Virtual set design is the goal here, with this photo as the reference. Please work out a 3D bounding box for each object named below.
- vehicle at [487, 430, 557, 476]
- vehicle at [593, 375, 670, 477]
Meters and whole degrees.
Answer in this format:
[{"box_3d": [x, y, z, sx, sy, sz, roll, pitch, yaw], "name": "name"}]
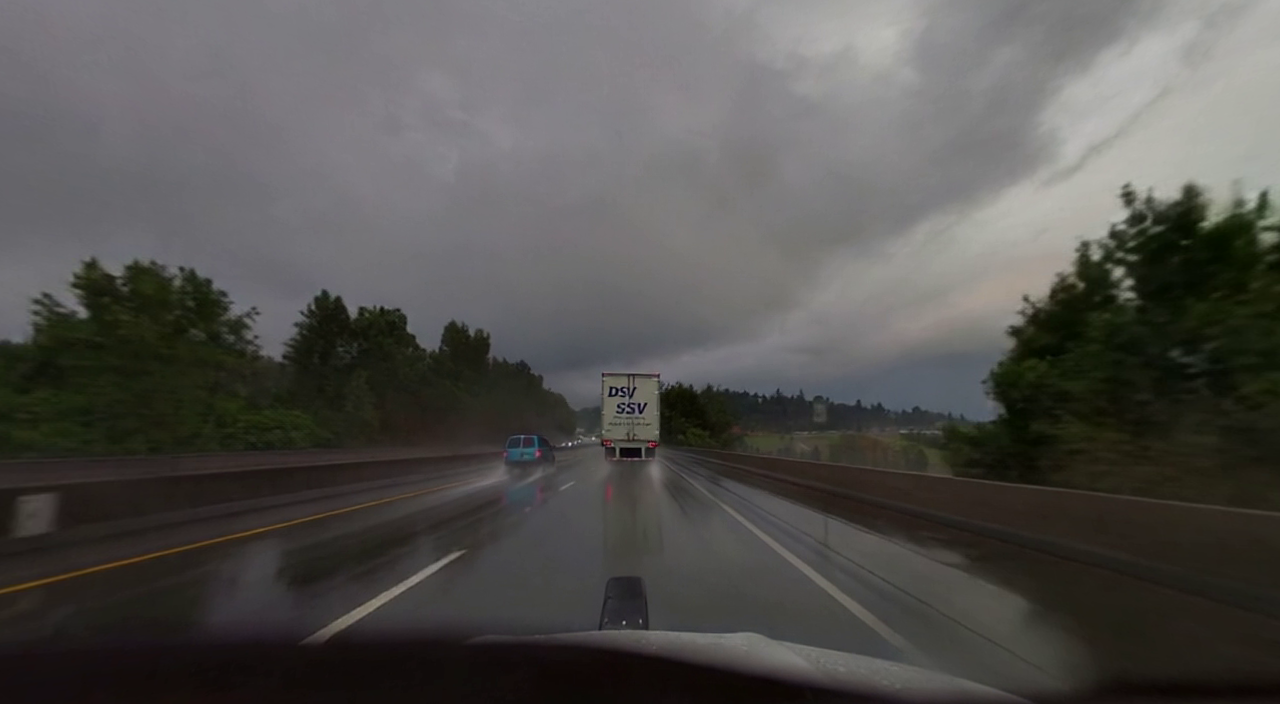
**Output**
[{"box_3d": [-4.876, 4.259, 26.793, 2.086, 1.778, 4.544, 0, -8, 0], "name": "vehicle"}, {"box_3d": [-0.431, 3.602, 29.727, 2.969, 3.957, 10.270, 0, -8, -1], "name": "vehicle"}]
